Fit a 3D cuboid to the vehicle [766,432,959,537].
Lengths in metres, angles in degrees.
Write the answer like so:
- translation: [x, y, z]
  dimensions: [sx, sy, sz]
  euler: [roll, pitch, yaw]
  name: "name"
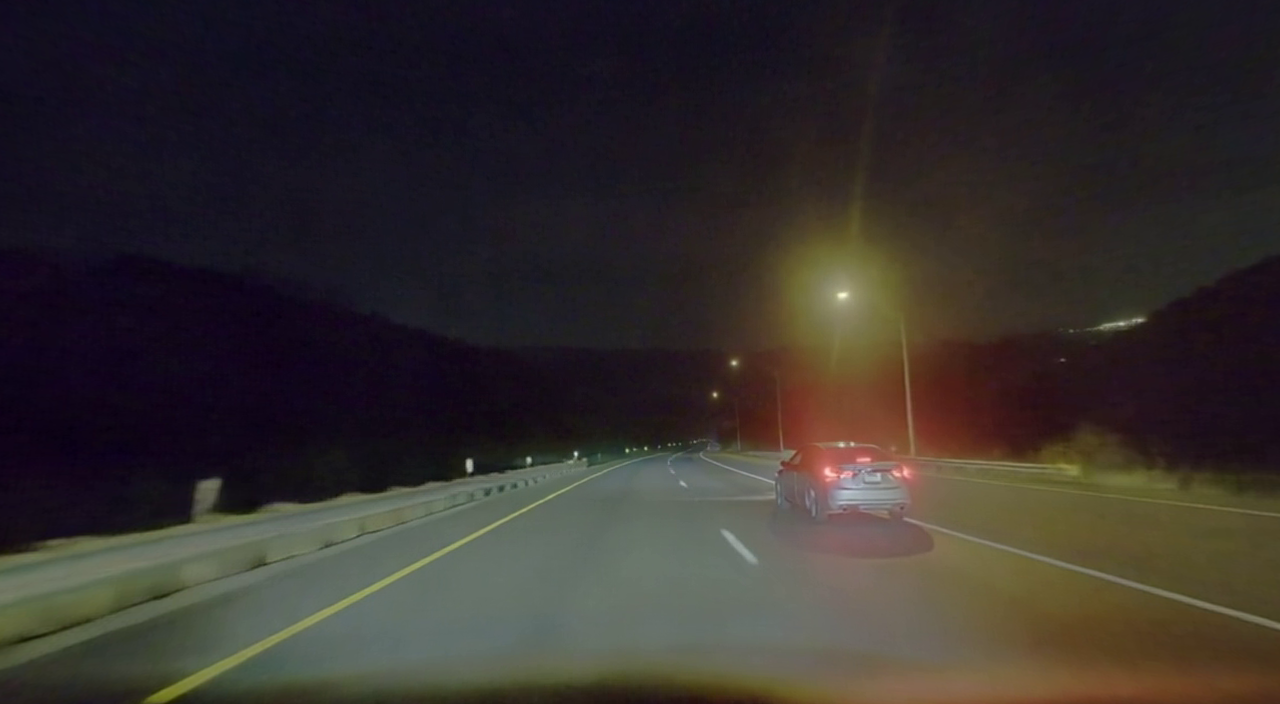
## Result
- translation: [3.658, 2.238, 11.277]
  dimensions: [1.997, 1.515, 4.025]
  euler: [0, -8, 0]
  name: "vehicle"
